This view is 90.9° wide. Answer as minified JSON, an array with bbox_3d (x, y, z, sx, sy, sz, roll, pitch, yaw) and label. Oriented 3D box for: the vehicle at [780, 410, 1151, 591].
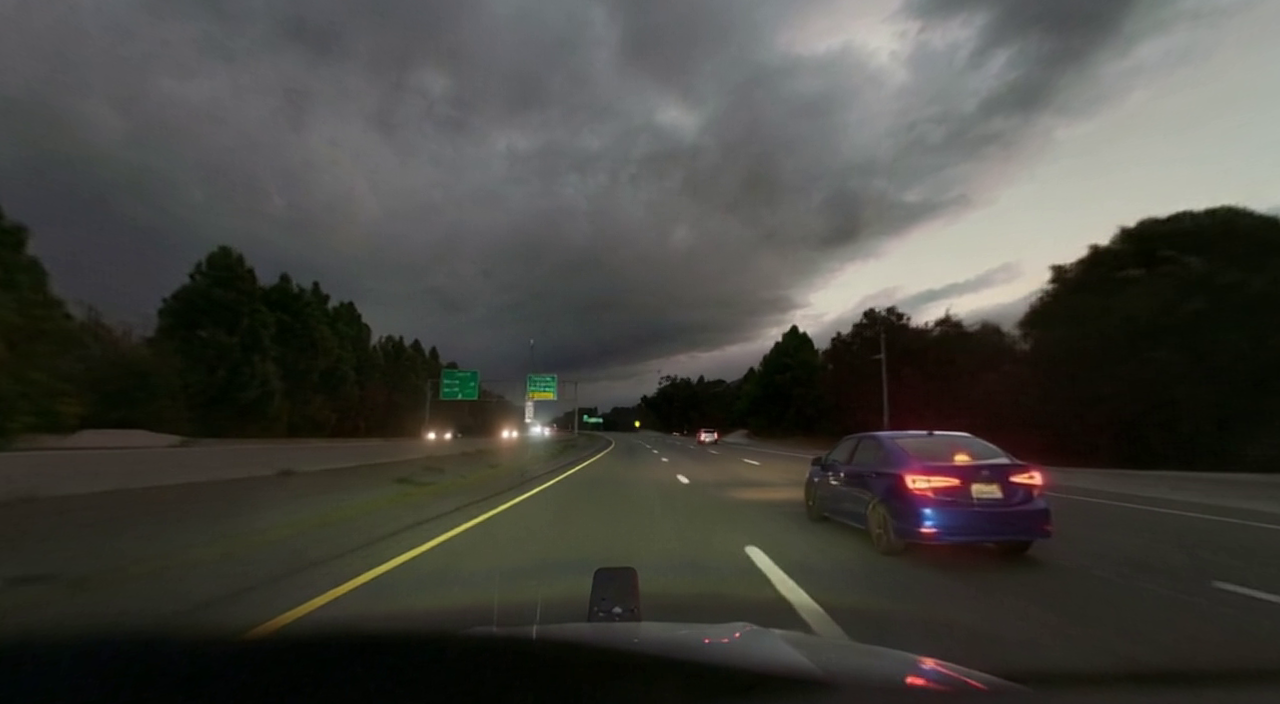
[{"bbox_3d":[3.099,1.486,7.240,1.977,1.443,4.225,0,-8,-1],"label":"vehicle"}]
